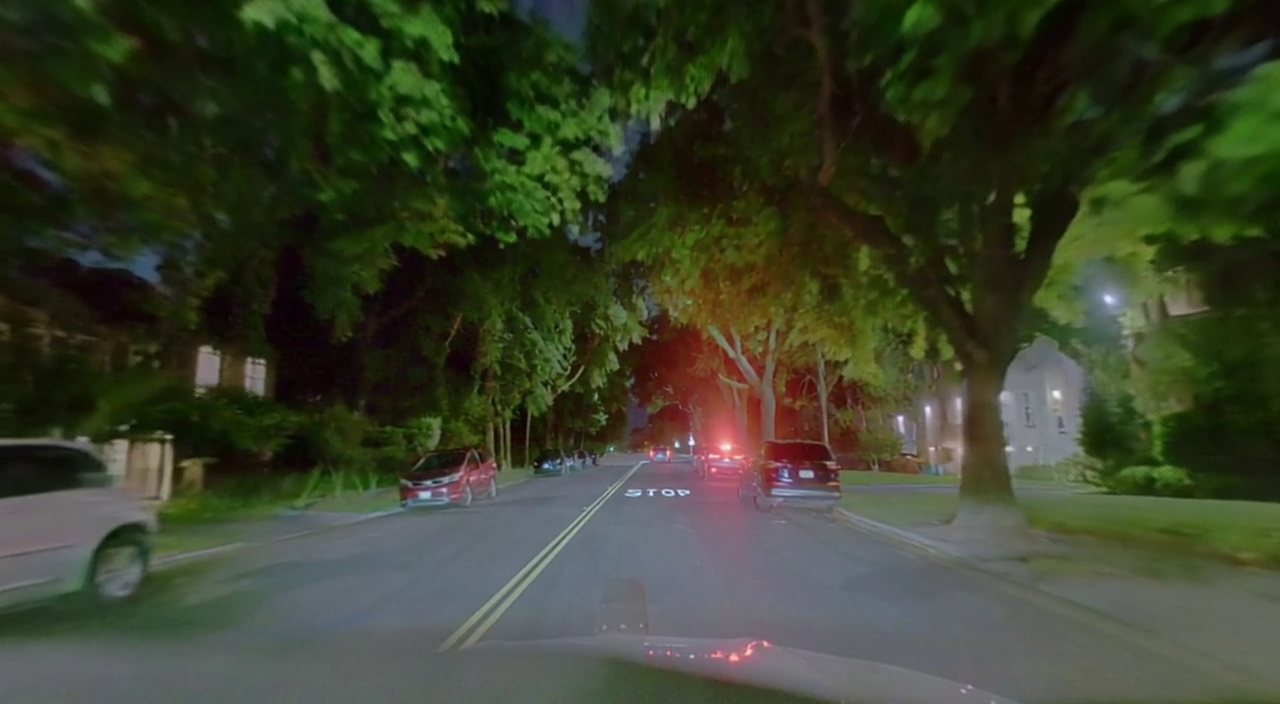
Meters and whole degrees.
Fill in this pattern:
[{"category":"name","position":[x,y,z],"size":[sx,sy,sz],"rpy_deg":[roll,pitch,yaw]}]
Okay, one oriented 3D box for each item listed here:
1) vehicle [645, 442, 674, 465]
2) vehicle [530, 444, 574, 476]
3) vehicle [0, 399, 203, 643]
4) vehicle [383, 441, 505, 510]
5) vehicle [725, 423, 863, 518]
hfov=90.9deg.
[{"category":"vehicle","position":[1.508,8.012,49.909],"size":[2.172,1.722,4.201],"rpy_deg":[0,-8,1]},{"category":"vehicle","position":[-4.800,5.931,34.869],"size":[1.955,1.659,4.324],"rpy_deg":[0,-8,-2]},{"category":"vehicle","position":[-5.778,1.243,4.329],"size":[2.165,1.758,4.701],"rpy_deg":[-3,-9,1]},{"category":"vehicle","position":[-5.410,3.433,18.103],"size":[2.007,1.709,4.502],"rpy_deg":[0,-8,1]},{"category":"vehicle","position":[3.312,2.655,14.701],"size":[2.117,1.807,4.964],"rpy_deg":[0,-8,2]}]
